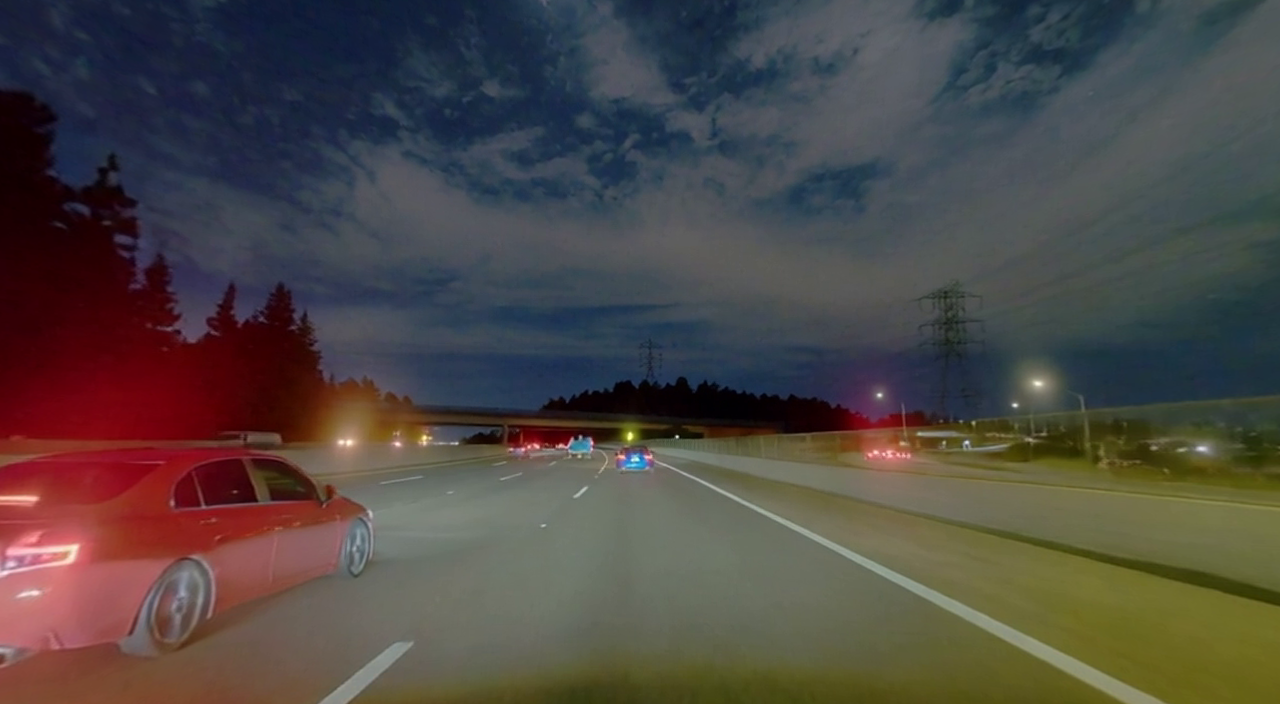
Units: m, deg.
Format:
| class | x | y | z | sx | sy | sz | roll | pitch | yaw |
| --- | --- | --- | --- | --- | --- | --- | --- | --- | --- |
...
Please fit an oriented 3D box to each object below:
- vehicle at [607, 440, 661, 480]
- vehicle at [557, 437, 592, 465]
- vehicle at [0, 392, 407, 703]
| class | x | y | z | sx | sy | sz | roll | pitch | yaw |
| --- | --- | --- | --- | --- | --- | --- | --- | --- | --- |
| vehicle | -0.288 | 4.260 | 25.002 | 1.954 | 1.460 | 3.983 | 1 | -9 | -2 |
| vehicle | -4.411 | 6.748 | 42.960 | 2.174 | 1.806 | 3.932 | 1 | -9 | -3 |
| vehicle | -3.630 | 1.233 | 4.604 | 2.035 | 1.514 | 4.600 | 0 | -9 | 0 |
